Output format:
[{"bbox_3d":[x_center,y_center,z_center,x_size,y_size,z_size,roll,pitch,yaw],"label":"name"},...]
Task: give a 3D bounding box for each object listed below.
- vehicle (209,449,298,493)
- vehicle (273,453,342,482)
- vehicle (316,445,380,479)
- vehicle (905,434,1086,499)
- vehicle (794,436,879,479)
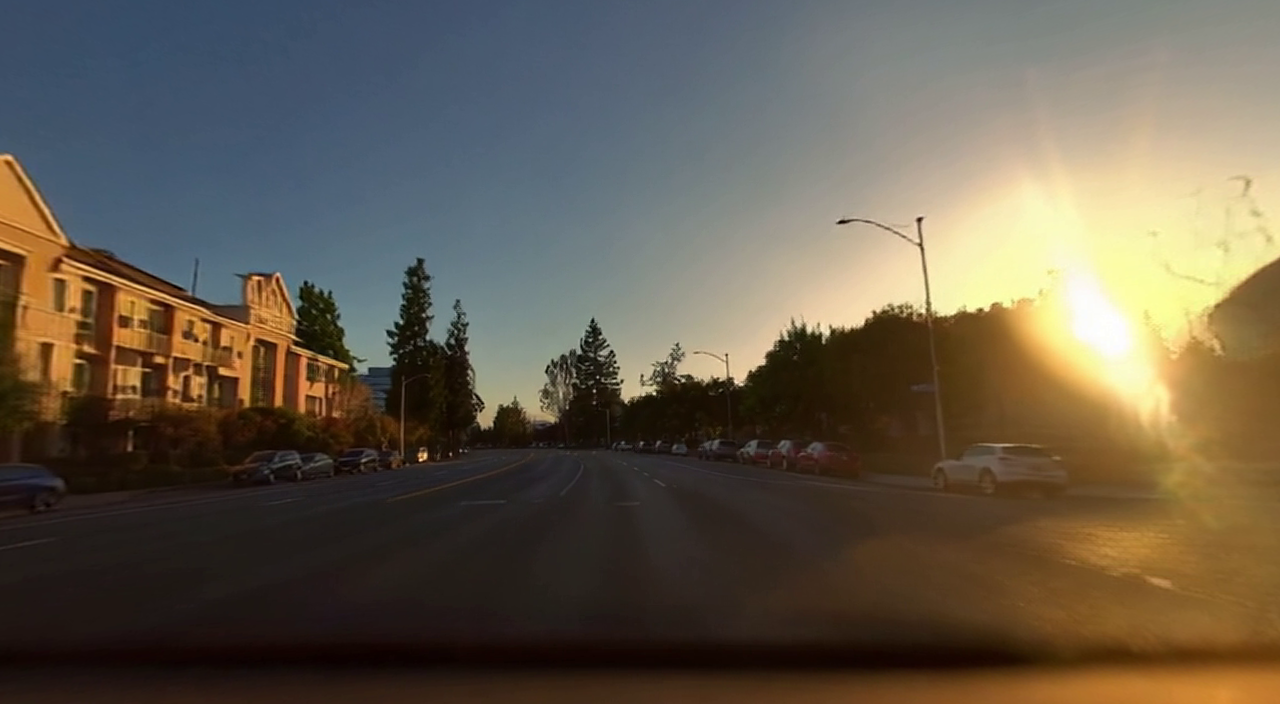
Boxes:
[{"bbox_3d":[-18.358,5.619,30.203,1.916,1.657,4.366,-1,-6,-6],"label":"vehicle"},{"bbox_3d":[-18.928,6.587,36.143,1.782,1.462,4.438,0,-9,-4],"label":"vehicle"},{"bbox_3d":[-19.520,7.347,42.434,2.111,1.908,5.586,0,-7,-6],"label":"vehicle"},{"bbox_3d":[10.156,3.279,18.413,1.919,1.627,4.196,4,-10,-24],"label":"vehicle"},{"bbox_3d":[8.812,4.787,28.774,2.039,1.752,4.876,1,-9,-4],"label":"vehicle"}]
